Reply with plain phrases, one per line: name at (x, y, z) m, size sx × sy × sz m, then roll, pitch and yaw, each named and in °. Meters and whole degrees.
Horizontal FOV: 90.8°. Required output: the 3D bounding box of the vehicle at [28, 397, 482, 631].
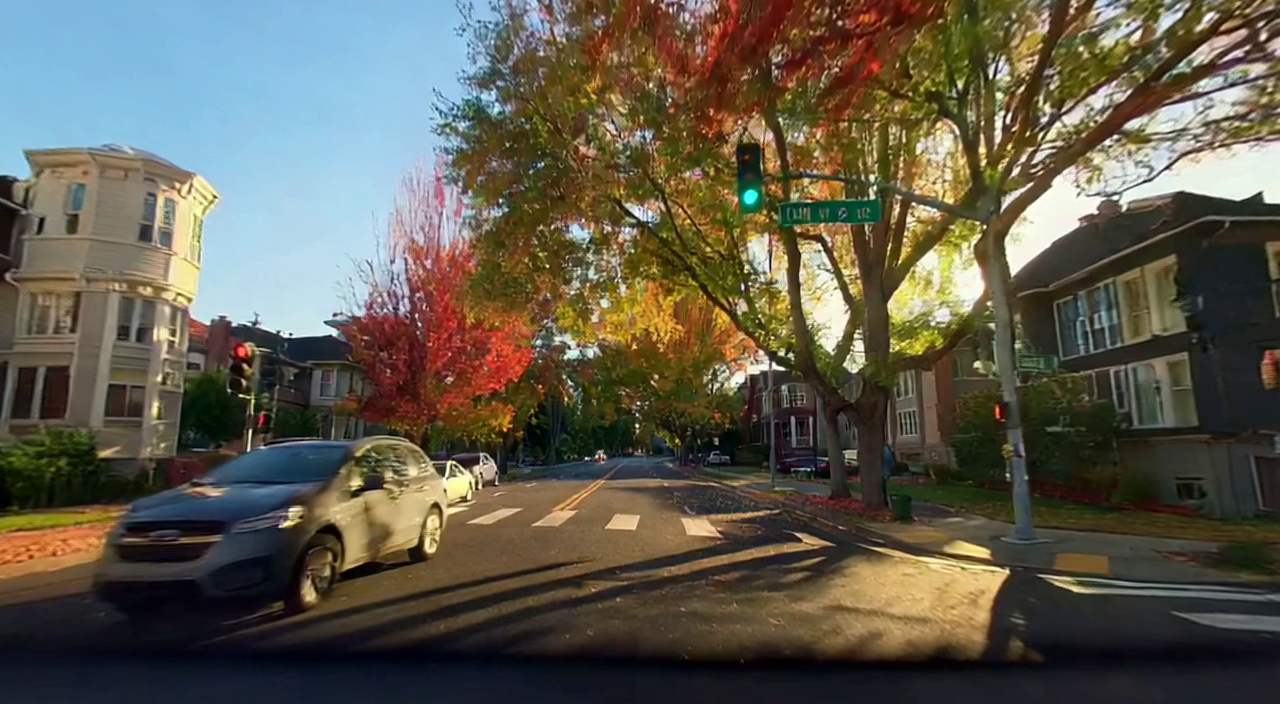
vehicle at (-3.356, 1.508, 6.895) m, size 2.033 × 1.662 × 4.557 m, roll 0°, pitch -9°, yaw 0°
